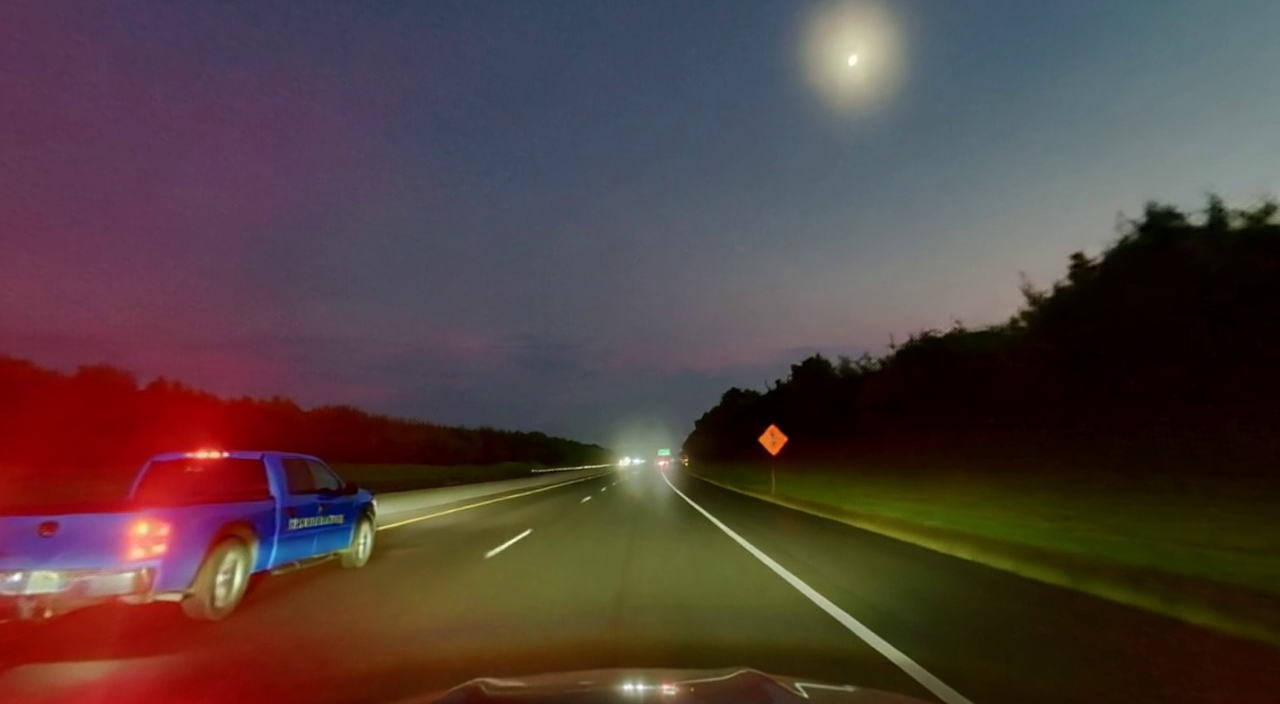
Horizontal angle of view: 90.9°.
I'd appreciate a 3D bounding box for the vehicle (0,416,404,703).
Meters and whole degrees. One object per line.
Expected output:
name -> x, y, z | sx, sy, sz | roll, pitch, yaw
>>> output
vehicle -> -4.067, 1.484, 5.321 | 2.135, 1.506, 5.041 | 1, -10, 1
